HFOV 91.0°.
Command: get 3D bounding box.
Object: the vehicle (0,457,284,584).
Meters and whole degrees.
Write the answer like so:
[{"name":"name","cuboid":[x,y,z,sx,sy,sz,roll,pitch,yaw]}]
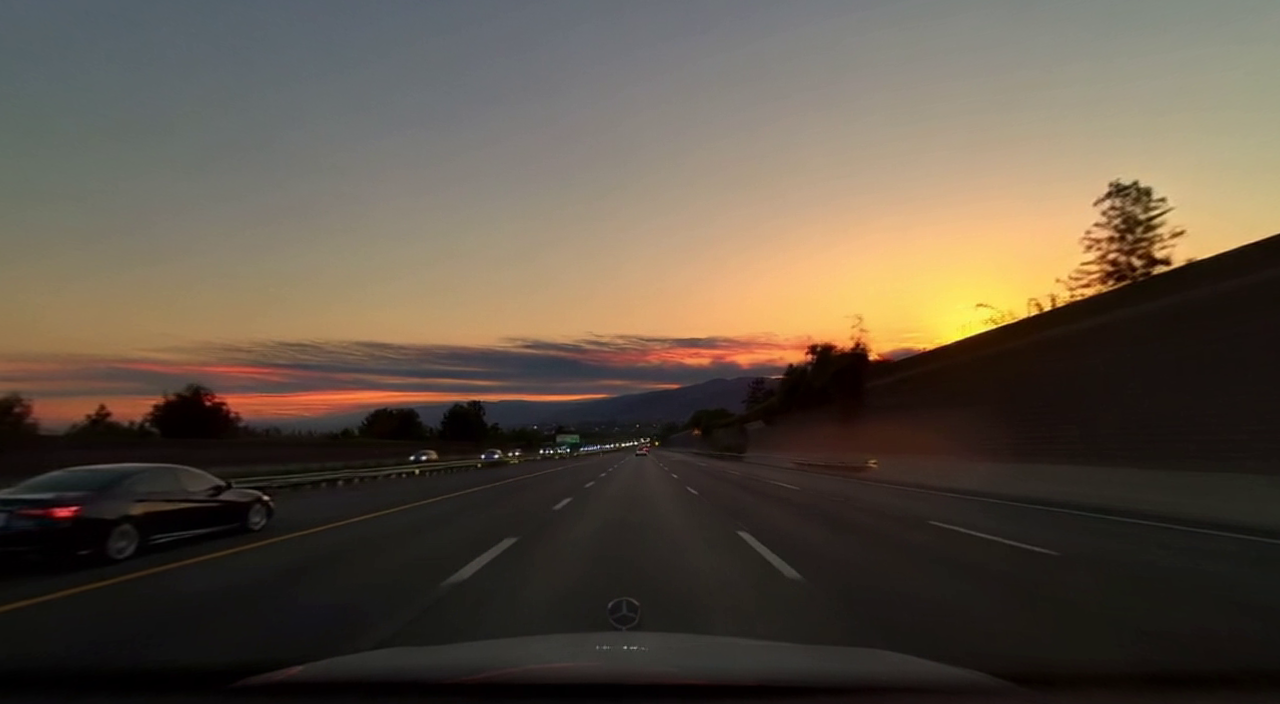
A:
[{"name":"vehicle","cuboid":[-7.510,2.174,9.021,2.165,1.274,4.525,0,-9,0]}]
